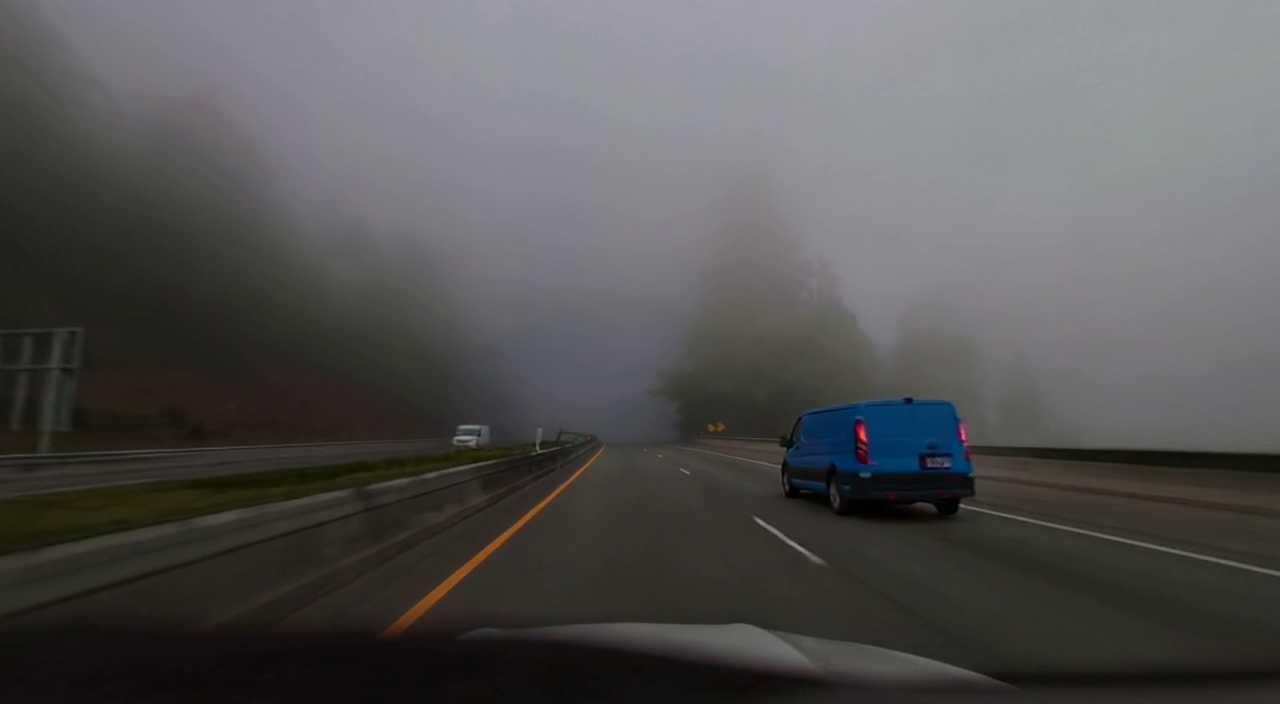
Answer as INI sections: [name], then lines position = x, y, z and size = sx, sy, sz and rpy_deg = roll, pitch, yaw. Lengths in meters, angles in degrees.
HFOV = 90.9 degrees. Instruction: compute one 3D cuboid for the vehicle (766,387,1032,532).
[vehicle]
position = 3.701, 1.638, 10.208
size = 2.240, 1.801, 4.545
rpy_deg = 0, -8, -2
